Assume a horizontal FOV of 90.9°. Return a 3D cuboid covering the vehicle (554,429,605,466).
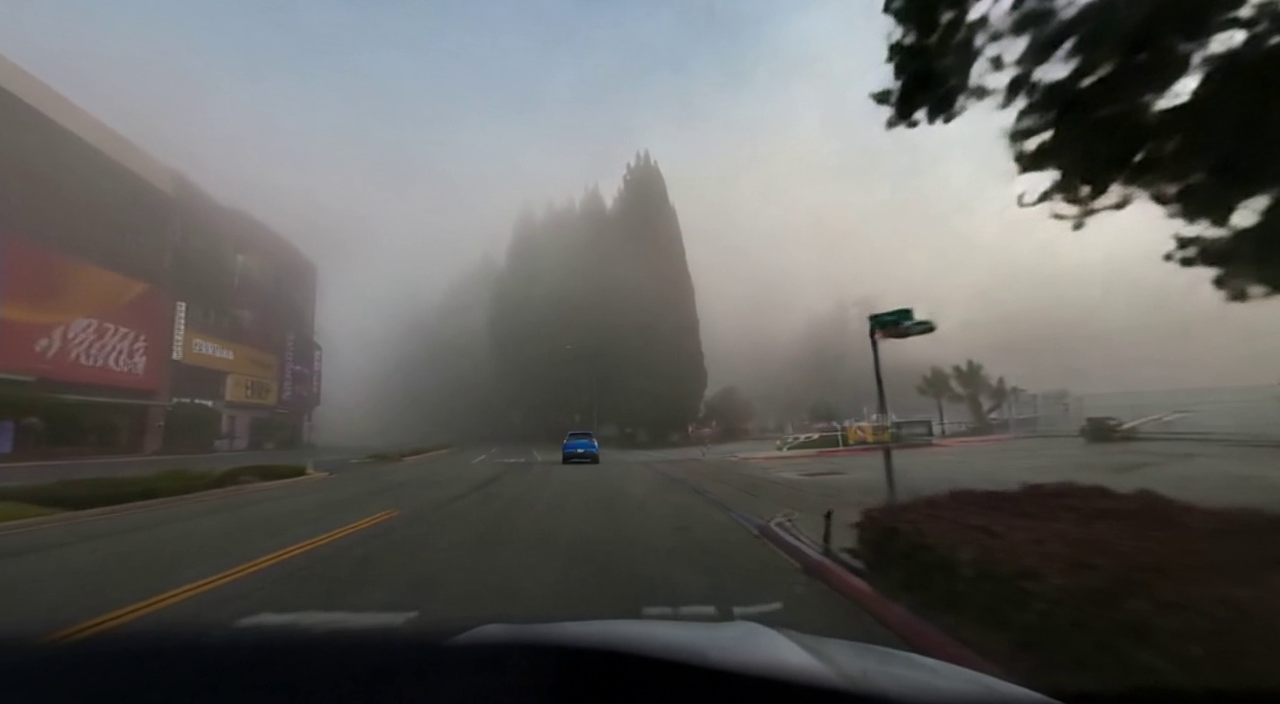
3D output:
[{"bbox_3d":[-2.936,4.485,29.847,2.231,1.572,4.227,1,-8,-7],"label":"vehicle"}]
